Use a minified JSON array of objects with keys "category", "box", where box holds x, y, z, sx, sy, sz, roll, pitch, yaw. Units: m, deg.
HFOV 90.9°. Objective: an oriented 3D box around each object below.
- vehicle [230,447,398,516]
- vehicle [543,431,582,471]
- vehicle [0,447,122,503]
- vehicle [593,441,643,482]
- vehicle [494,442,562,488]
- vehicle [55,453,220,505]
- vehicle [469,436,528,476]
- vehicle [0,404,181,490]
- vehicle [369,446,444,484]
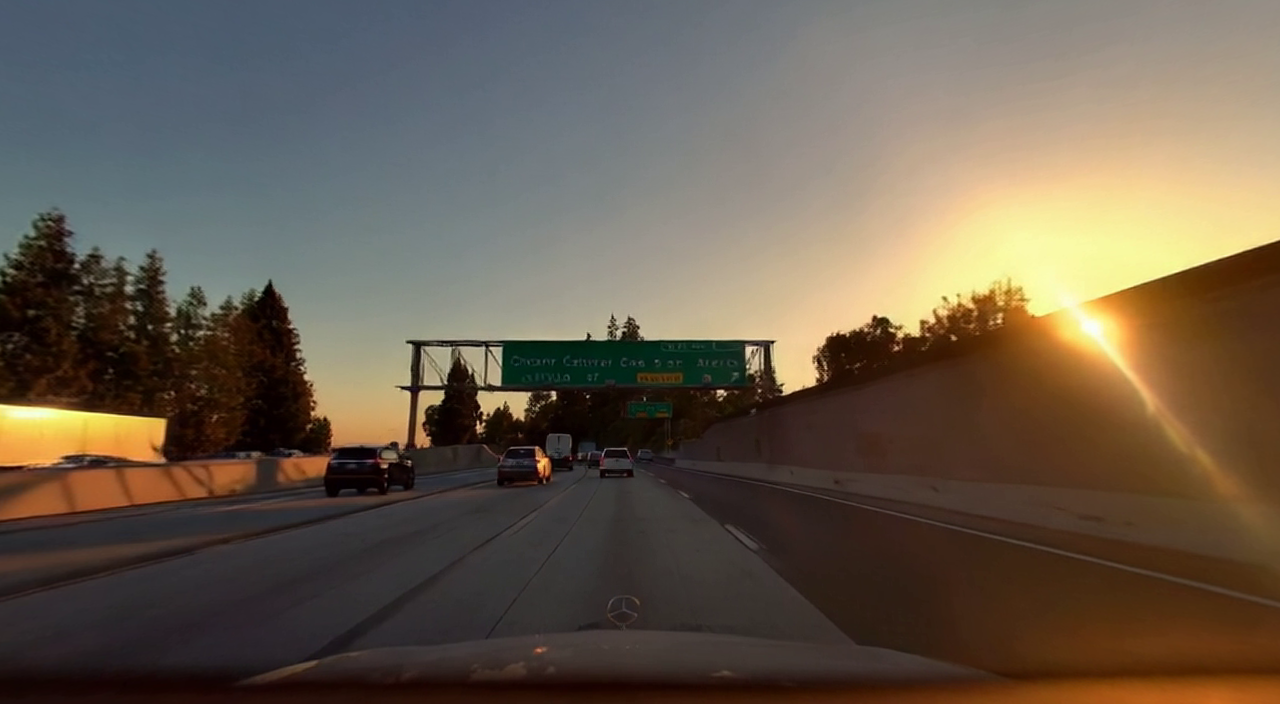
[{"category":"vehicle","box":[-7.976,3.175,16.019,1.896,1.465,4.399,0,-8,0]},{"category":"vehicle","box":[-5.506,7.114,45.458,2.279,2.672,5.256,0,-8,-2]},{"category":"vehicle","box":[-19.827,3.926,20.612,1.934,1.609,4.619,0,-8,-2]},{"category":"vehicle","box":[-1.007,4.870,28.380,2.092,1.671,3.772,0,-8,-3]},{"category":"vehicle","box":[-4.311,4.417,24.975,2.005,1.631,4.295,0,-8,-1]},{"category":"vehicle","box":[-16.104,4.039,20.592,1.816,1.439,4.480,0,-8,-2]},{"category":"vehicle","box":[-9.294,6.889,42.022,2.773,2.402,6.232,0,-8,-3]},{"category":"vehicle","box":[-23.968,3.715,24.709,3.003,2.982,12.570,0,-8,-2]},{"category":"vehicle","box":[-12.011,5.794,32.864,2.079,1.807,5.187,0,-8,-2]}]
